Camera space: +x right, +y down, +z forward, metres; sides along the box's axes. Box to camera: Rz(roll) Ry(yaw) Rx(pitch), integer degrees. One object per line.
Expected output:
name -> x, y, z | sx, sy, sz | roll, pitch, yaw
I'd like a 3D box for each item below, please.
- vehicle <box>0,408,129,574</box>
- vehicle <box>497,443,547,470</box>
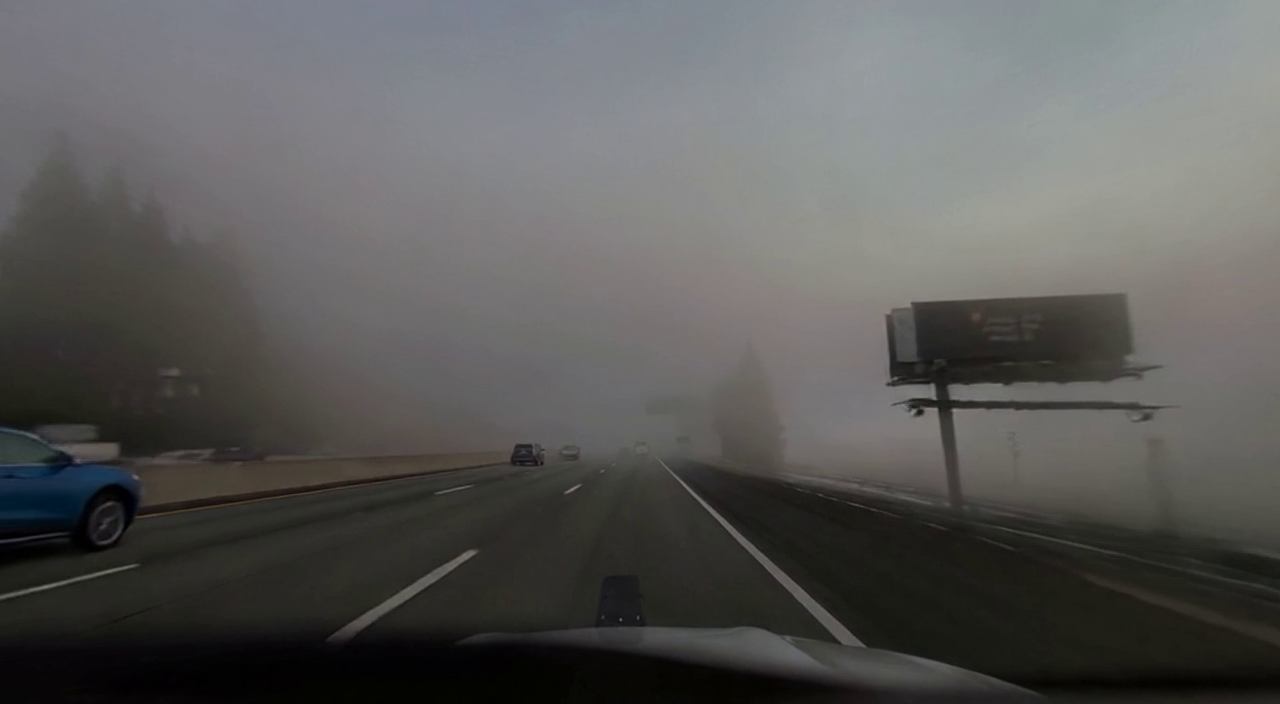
vehicle -> -7.585, 1.283, 5.552 | 2.055, 1.683, 4.804 | 0, -9, 0
vehicle -> -7.013, 6.262, 37.944 | 2.008, 1.520, 4.731 | 0, -9, 1
